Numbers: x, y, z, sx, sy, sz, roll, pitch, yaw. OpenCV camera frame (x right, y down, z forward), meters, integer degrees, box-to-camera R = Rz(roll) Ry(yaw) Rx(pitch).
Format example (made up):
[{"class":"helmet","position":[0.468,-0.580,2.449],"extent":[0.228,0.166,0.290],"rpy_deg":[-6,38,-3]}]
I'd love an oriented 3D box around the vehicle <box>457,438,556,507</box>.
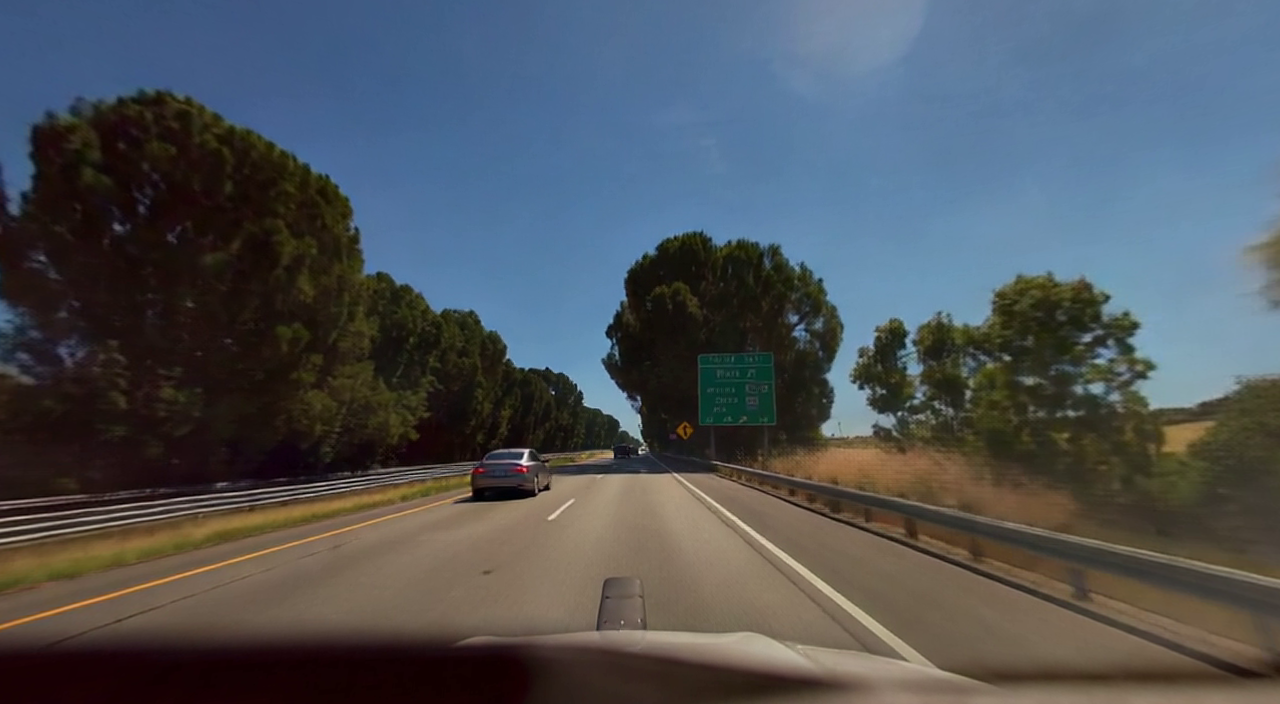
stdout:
[{"class":"vehicle","position":[-3.251,2.999,16.053],"extent":[1.675,1.537,3.574],"rpy_deg":[-1,-9,1]}]
